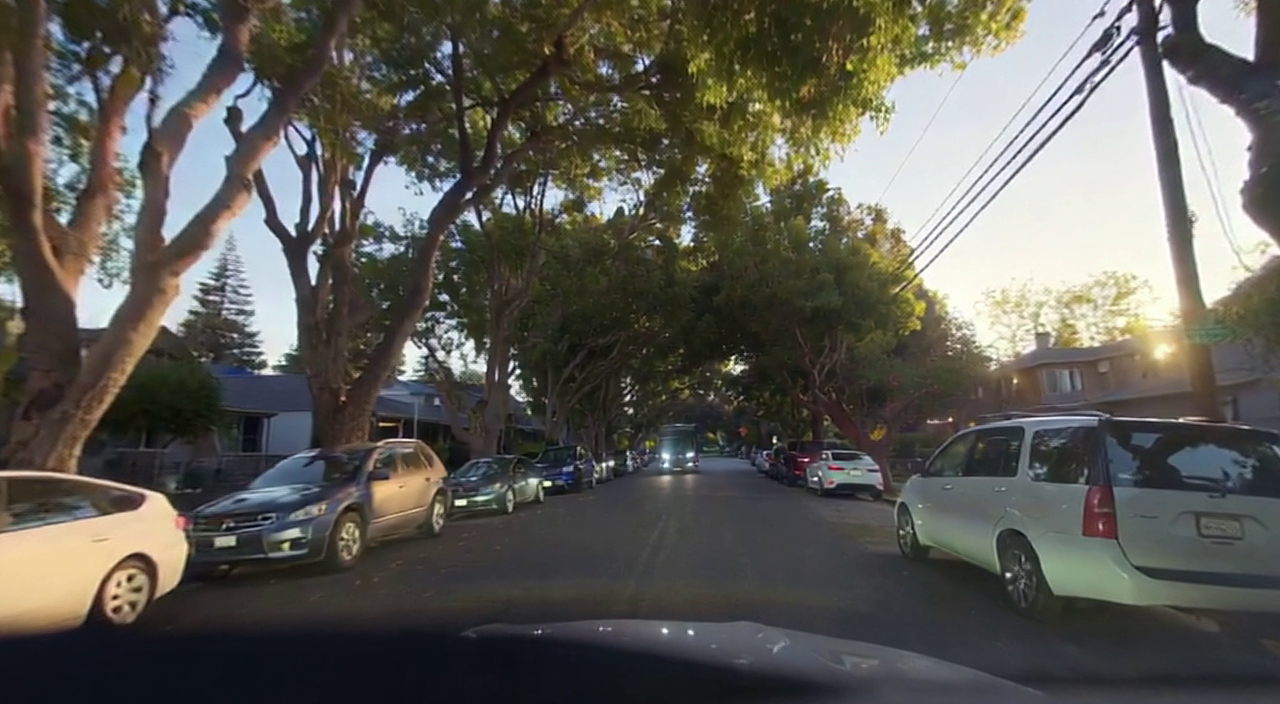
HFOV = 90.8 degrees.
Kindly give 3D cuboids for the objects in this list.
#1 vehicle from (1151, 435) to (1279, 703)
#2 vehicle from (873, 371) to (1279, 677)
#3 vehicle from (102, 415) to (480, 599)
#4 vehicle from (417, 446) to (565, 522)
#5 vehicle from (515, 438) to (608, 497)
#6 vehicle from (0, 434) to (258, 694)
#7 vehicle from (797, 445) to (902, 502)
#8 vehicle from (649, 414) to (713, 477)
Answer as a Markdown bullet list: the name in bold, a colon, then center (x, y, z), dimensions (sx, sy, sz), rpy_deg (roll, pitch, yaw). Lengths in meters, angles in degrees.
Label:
- **vehicle**: center (3.661, 0.860, 1.139), dimensions (1.992, 1.456, 4.610), rpy_deg (-1, -8, 6)
- **vehicle**: center (4.170, 1.410, 6.385), dimensions (2.182, 1.900, 4.779), rpy_deg (-1, -8, 5)
- **vehicle**: center (-4.193, 1.926, 8.938), dimensions (2.203, 1.815, 4.972), rpy_deg (-1, -8, 4)
- **vehicle**: center (-3.291, 3.015, 15.125), dimensions (1.861, 1.474, 4.749), rpy_deg (-1, -8, 7)
- **vehicle**: center (-2.560, 3.933, 22.159), dimensions (2.002, 1.781, 5.380), rpy_deg (-1, -8, 7)
- **vehicle**: center (-4.692, 1.242, 3.706), dimensions (1.855, 1.510, 4.406), rpy_deg (-1, -8, 5)
- **vehicle**: center (6.041, 3.513, 18.745), dimensions (1.813, 1.468, 4.267), rpy_deg (0, -8, 3)
- **vehicle**: center (2.265, 4.816, 32.583), dimensions (2.716, 2.887, 6.781), rpy_deg (-1, -8, 8)
